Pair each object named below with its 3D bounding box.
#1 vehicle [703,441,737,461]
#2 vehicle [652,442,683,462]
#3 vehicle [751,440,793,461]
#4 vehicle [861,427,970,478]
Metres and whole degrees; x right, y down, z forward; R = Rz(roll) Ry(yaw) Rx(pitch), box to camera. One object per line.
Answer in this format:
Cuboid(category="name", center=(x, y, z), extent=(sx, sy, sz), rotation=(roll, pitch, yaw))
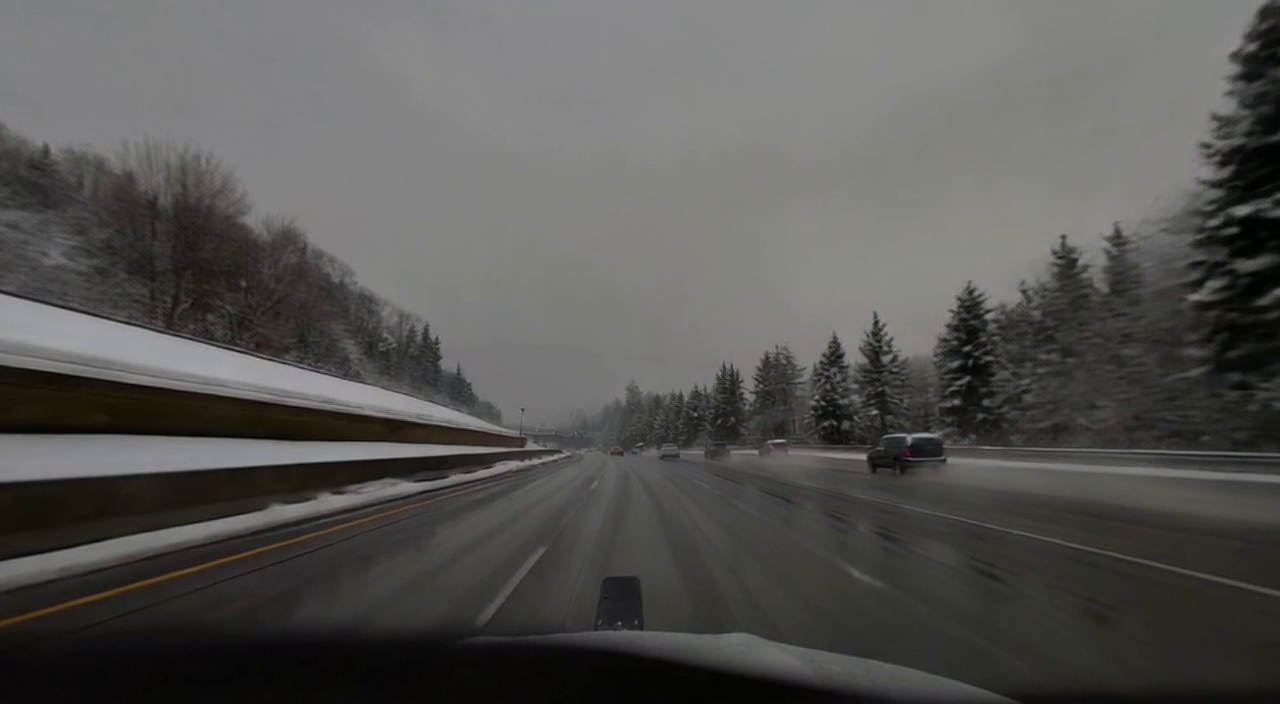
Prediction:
Cuboid(category="vehicle", center=(6.225, 7.798, 49.468), extent=(1.904, 1.488, 4.299), rotation=(0, -9, -4))
Cuboid(category="vehicle", center=(2.076, 7.736, 48.739), extent=(1.934, 1.491, 3.982), rotation=(0, -9, -3))
Cuboid(category="vehicle", center=(10.079, 7.542, 48.312), extent=(1.987, 1.546, 4.271), rotation=(0, -9, -4))
Cuboid(category="vehicle", center=(10.532, 3.881, 24.493), extent=(2.077, 1.763, 4.472), rotation=(0, -9, -2))
